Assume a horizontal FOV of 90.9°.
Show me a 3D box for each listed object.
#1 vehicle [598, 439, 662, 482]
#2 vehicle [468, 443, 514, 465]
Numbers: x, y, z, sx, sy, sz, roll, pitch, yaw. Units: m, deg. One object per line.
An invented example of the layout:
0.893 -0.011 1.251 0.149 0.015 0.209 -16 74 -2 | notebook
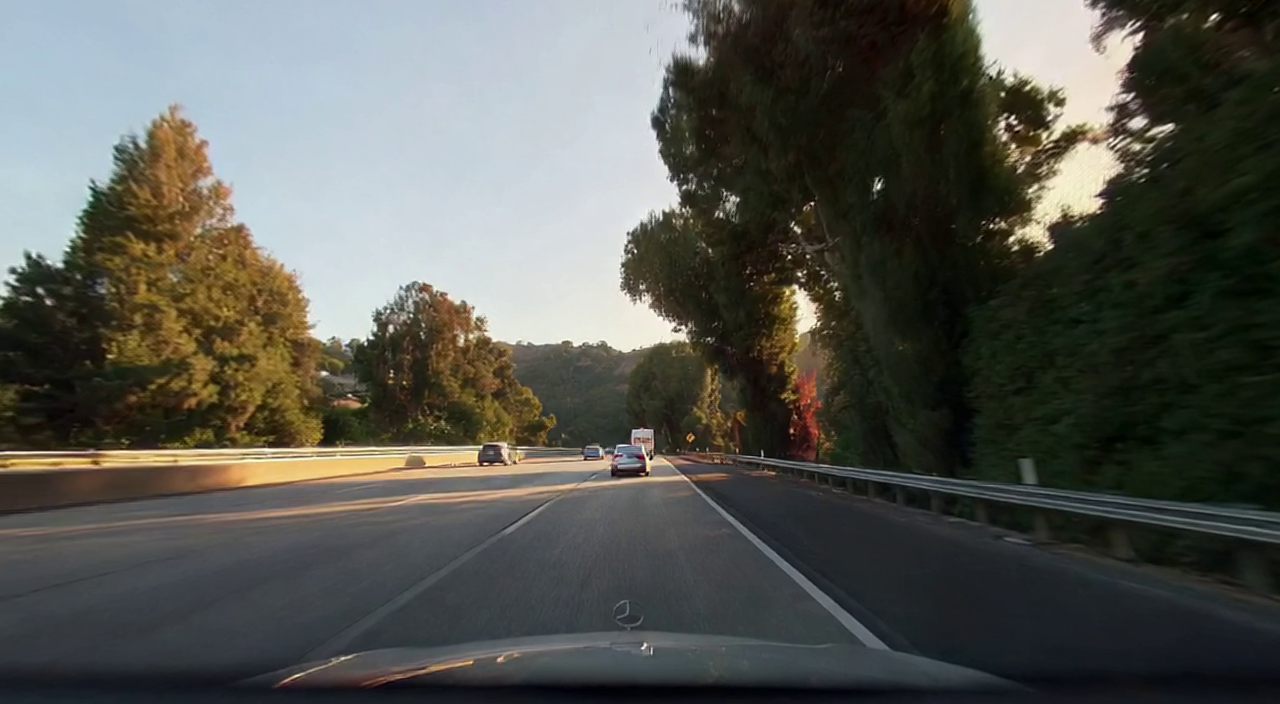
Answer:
-0.332 4.082 23.952 2.238 1.479 3.672 0 -9 0 | vehicle
-10.864 7.466 46.337 2.152 1.496 4.523 0 -9 1 | vehicle
